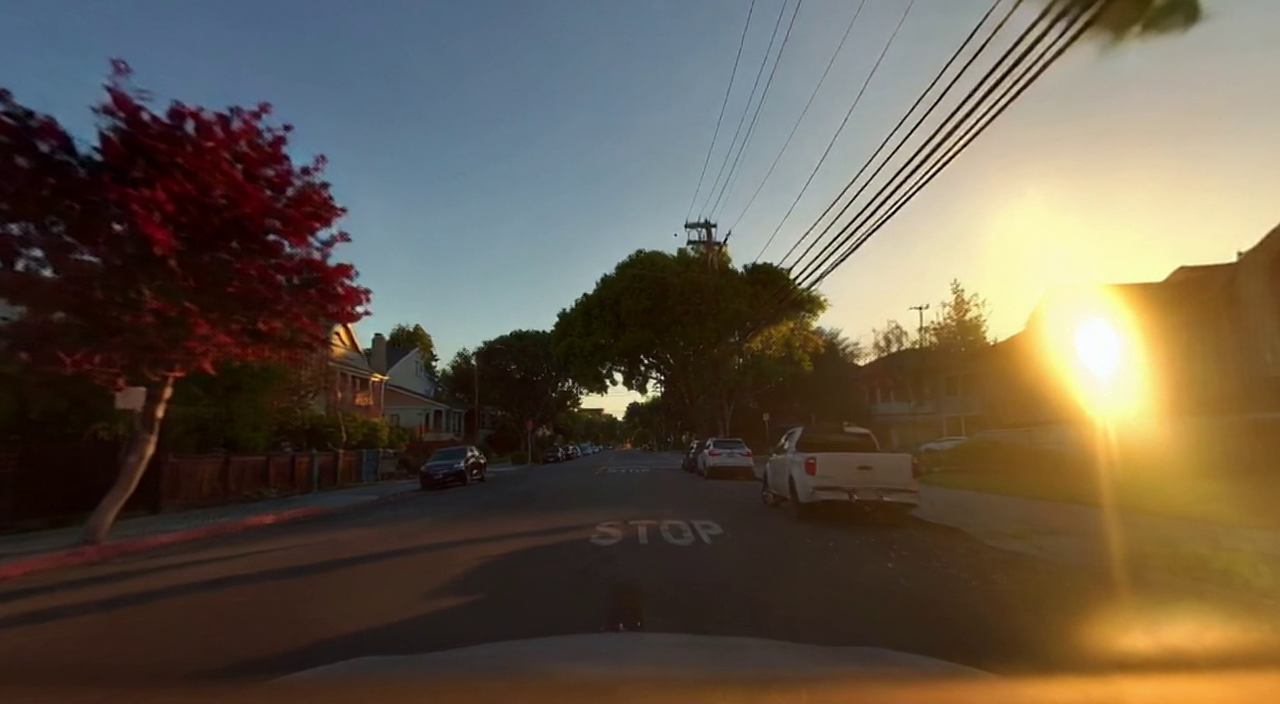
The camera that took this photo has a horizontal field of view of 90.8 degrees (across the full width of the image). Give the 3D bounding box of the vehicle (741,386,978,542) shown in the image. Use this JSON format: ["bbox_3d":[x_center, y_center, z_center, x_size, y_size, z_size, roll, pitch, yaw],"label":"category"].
[{"bbox_3d":[3.386,1.913,11.340,2.111,2.054,5.748,0,-9,-1],"label":"vehicle"}]

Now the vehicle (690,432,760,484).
[{"bbox_3d":[3.102,3.998,23.998,1.993,1.778,4.311,0,-9,0],"label":"vehicle"}]

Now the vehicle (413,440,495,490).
[{"bbox_3d":[-7.392,4.585,25.505,1.980,1.664,4.342,-5,-11,0],"label":"vehicle"}]
